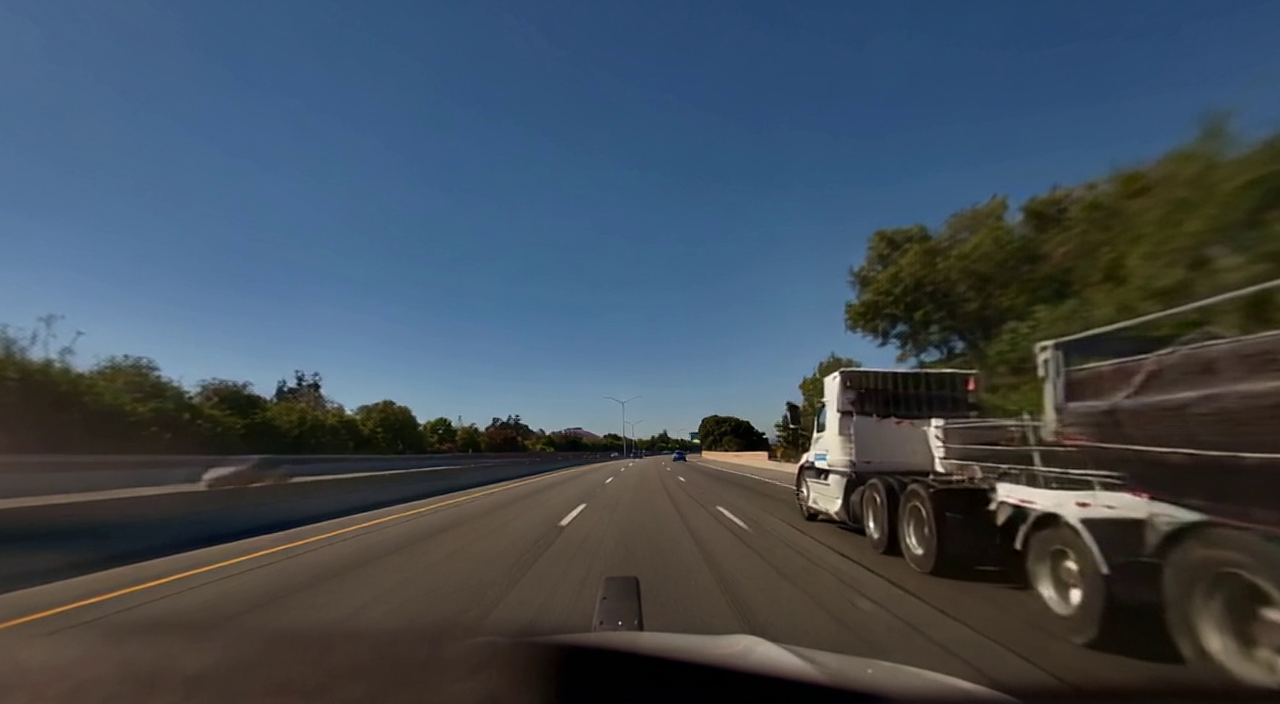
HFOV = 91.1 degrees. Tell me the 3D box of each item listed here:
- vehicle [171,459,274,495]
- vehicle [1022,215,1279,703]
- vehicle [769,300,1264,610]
[{"bbox_3d":[-19.626,5.859,29.801,1.872,1.509,4.346,-1,-9,0],"label":"vehicle"},{"bbox_3d":[4.182,0.536,2.736,2.215,2.461,4.234,0,-9,-1],"label":"vehicle"},{"bbox_3d":[4.039,1.431,9.263,2.436,2.701,7.451,0,-9,-2],"label":"vehicle"}]
